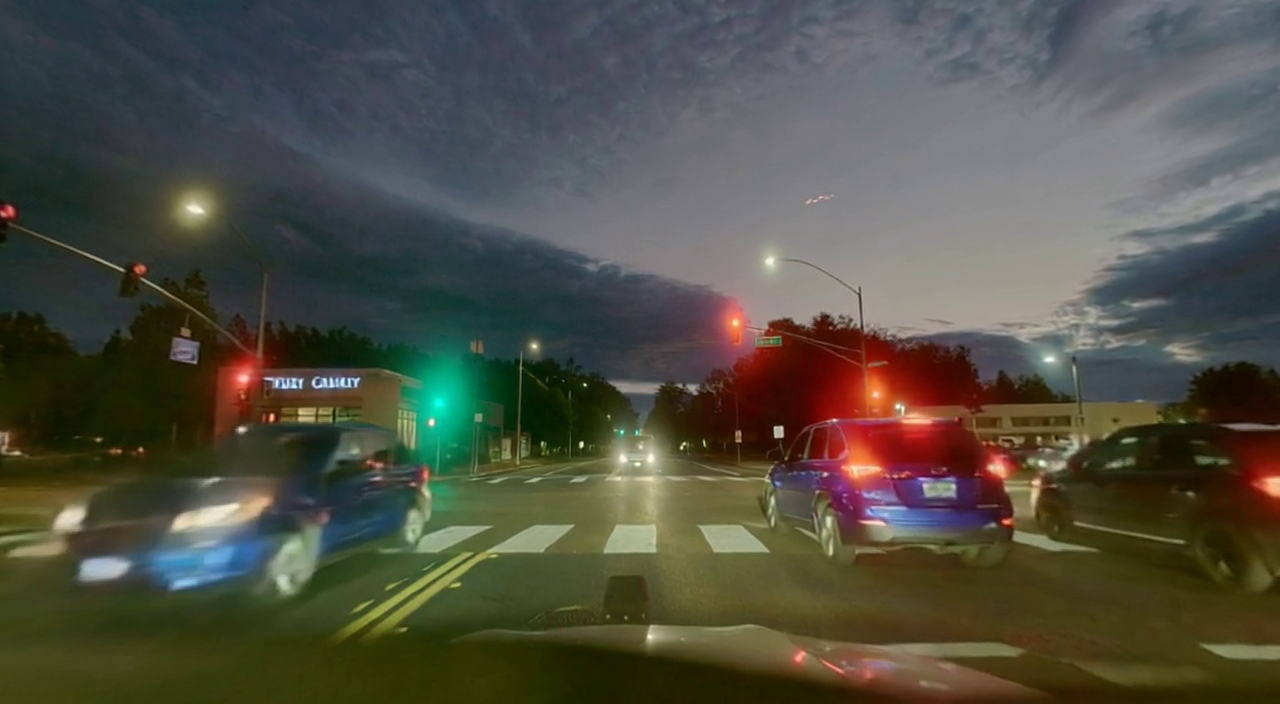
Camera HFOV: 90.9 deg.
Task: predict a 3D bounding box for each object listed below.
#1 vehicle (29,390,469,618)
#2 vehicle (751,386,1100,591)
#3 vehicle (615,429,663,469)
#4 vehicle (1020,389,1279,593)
[{"bbox_3d":[-3.446,1.404,6.730,1.961,1.658,4.064,-1,-8,2],"label":"vehicle"},{"bbox_3d":[2.851,1.493,7.800,2.048,1.725,4.754,0,-8,0],"label":"vehicle"},{"bbox_3d":[-0.112,5.218,34.007,2.390,1.948,5.344,0,-8,-1],"label":"vehicle"},{"bbox_3d":[6.233,1.362,6.729,1.792,1.682,4.089,0,-8,1],"label":"vehicle"}]
